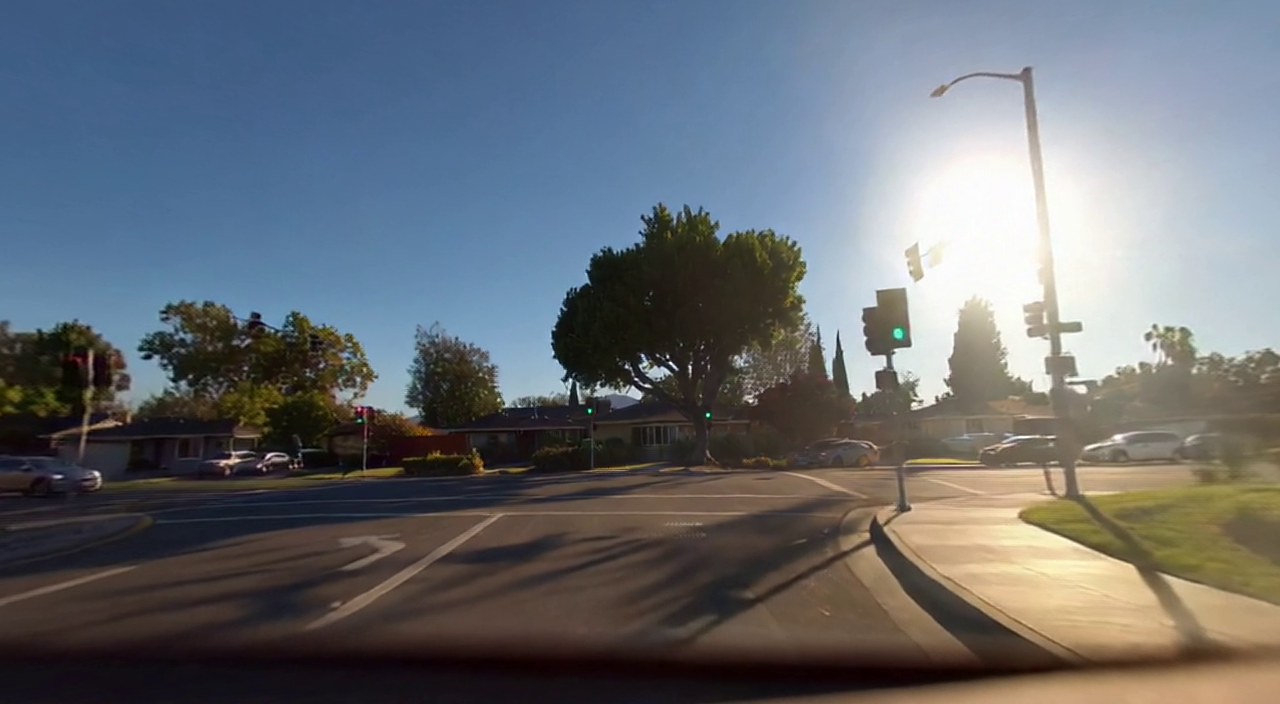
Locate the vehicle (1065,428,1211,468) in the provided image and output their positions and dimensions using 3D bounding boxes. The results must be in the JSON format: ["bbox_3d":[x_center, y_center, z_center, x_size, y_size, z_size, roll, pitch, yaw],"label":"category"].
[{"bbox_3d":[21.401,4.148,27.331,4.510,1.673,2.030,0,-8,1],"label":"vehicle"}]

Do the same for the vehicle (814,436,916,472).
[{"bbox_3d":[9.800,4.487,27.749,3.815,1.504,1.790,0,-8,2],"label":"vehicle"}]

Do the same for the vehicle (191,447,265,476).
[{"bbox_3d":[-27.184,7.184,41.834,1.967,1.779,4.159,-1,-8,2],"label":"vehicle"}]

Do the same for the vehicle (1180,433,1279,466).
[{"bbox_3d":[29.146,4.653,30.229,4.692,1.478,1.886,-1,-8,3],"label":"vehicle"}]

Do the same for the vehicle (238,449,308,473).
[{"bbox_3d":[-24.262,7.188,41.937,1.817,1.488,4.631,0,-8,0],"label":"vehicle"}]

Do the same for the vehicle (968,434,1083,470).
[{"bbox_3d":[18.878,4.915,31.115,4.326,1.672,1.903,0,-8,2],"label":"vehicle"}]

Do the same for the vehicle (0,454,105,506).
[{"bbox_3d":[-19.849,3.905,19.510,4.989,1.442,1.940,-1,-8,4],"label":"vehicle"}]
